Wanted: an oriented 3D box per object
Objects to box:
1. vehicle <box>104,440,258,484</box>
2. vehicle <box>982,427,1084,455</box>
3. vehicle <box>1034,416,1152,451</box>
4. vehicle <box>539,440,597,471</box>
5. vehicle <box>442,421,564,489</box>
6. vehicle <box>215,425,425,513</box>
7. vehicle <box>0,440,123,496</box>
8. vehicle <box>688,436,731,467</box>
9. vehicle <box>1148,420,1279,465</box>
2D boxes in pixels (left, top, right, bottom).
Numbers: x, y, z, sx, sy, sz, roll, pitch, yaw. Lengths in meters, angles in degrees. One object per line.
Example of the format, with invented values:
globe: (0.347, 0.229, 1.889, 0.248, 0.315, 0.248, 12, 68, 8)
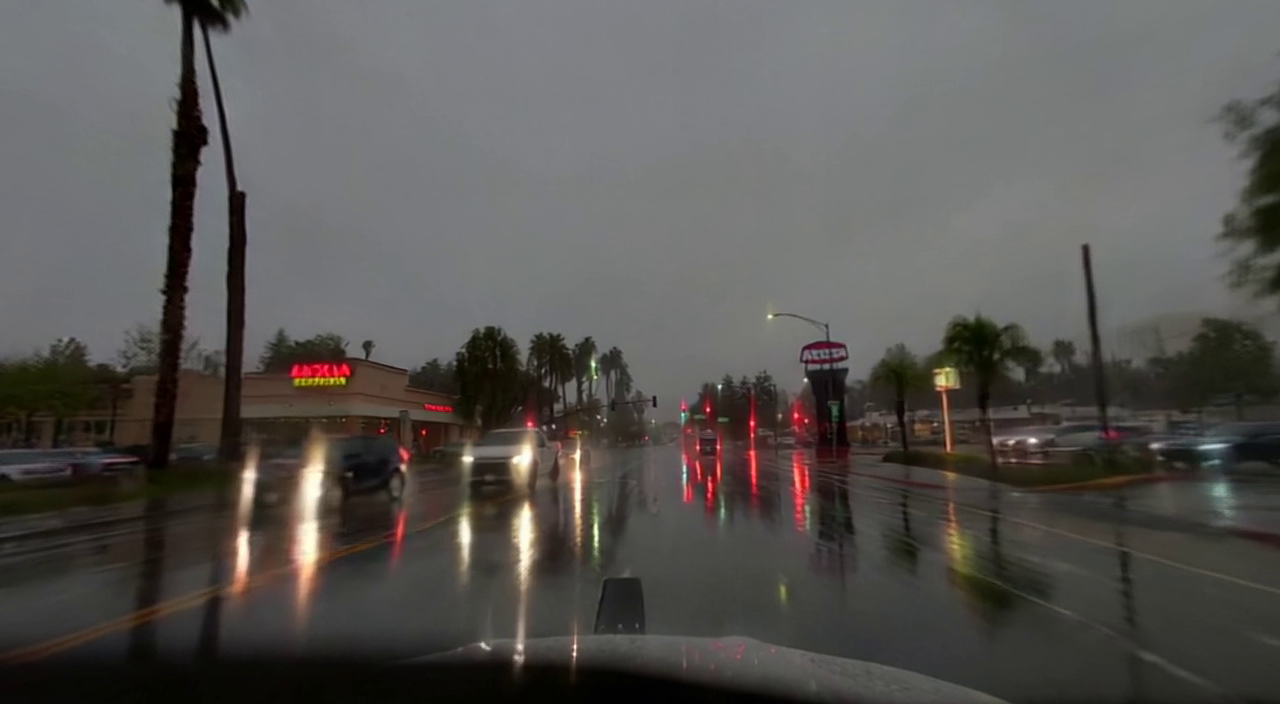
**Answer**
vehicle: (-19.593, 4.700, 27.018, 5.050, 1.758, 2.134, -1, -9, 5)
vehicle: (23.077, 5.243, 37.123, 2.028, 1.556, 4.625, 4, -9, -27)
vehicle: (26.562, 4.851, 37.117, 2.308, 1.868, 4.999, 4, -9, -25)
vehicle: (-3.660, 5.359, 32.873, 2.090, 1.489, 4.909, -1, -8, 5)
vehicle: (-4.395, 3.465, 21.483, 2.551, 1.995, 5.615, -1, -8, 4)
vehicle: (-8.351, 3.104, 17.403, 2.328, 1.976, 5.915, -1, -8, 5)
vehicle: (-20.328, 3.836, 20.885, 4.498, 1.729, 2.102, -1, -9, 2)
vehicle: (3.595, 5.200, 33.129, 2.065, 1.507, 4.225, -1, -8, 4)
vehicle: (19.802, 3.012, 20.924, 4.140, 1.422, 1.869, 0, -8, 2)
